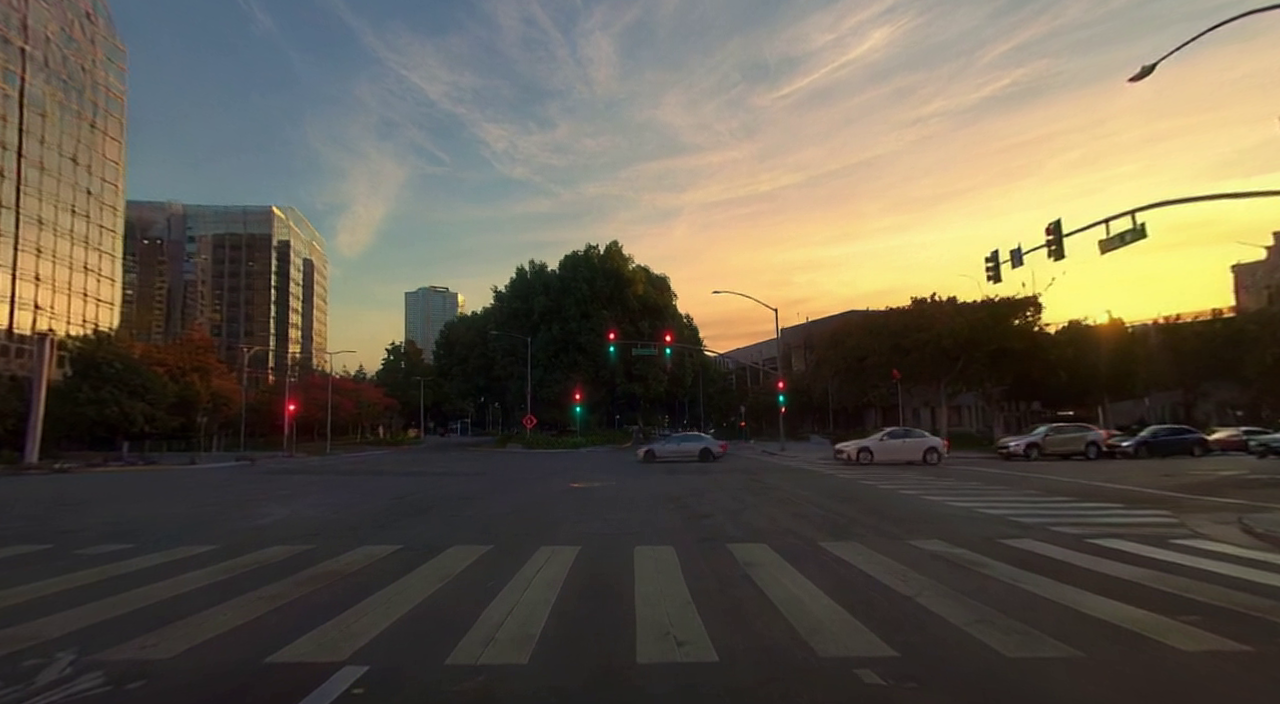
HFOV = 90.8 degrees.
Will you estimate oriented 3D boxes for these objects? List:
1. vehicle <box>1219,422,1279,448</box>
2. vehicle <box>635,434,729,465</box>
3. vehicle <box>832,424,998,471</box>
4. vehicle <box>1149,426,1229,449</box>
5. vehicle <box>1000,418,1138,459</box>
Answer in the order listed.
[{"bbox_3d":[42.261,5.583,42.326,2.037,1.614,5.175,0,-8,0],"label":"vehicle"},{"bbox_3d":[1.870,4.365,28.332,4.046,1.306,1.719,-1,-8,5],"label":"vehicle"},{"bbox_3d":[9.514,3.326,22.097,4.916,1.504,1.846,0,-8,-2],"label":"vehicle"},{"bbox_3d":[36.570,5.765,42.222,1.726,1.429,4.163,-1,-8,2],"label":"vehicle"},{"bbox_3d":[18.935,3.864,28.070,4.571,1.698,1.977,-1,-8,4],"label":"vehicle"}]
